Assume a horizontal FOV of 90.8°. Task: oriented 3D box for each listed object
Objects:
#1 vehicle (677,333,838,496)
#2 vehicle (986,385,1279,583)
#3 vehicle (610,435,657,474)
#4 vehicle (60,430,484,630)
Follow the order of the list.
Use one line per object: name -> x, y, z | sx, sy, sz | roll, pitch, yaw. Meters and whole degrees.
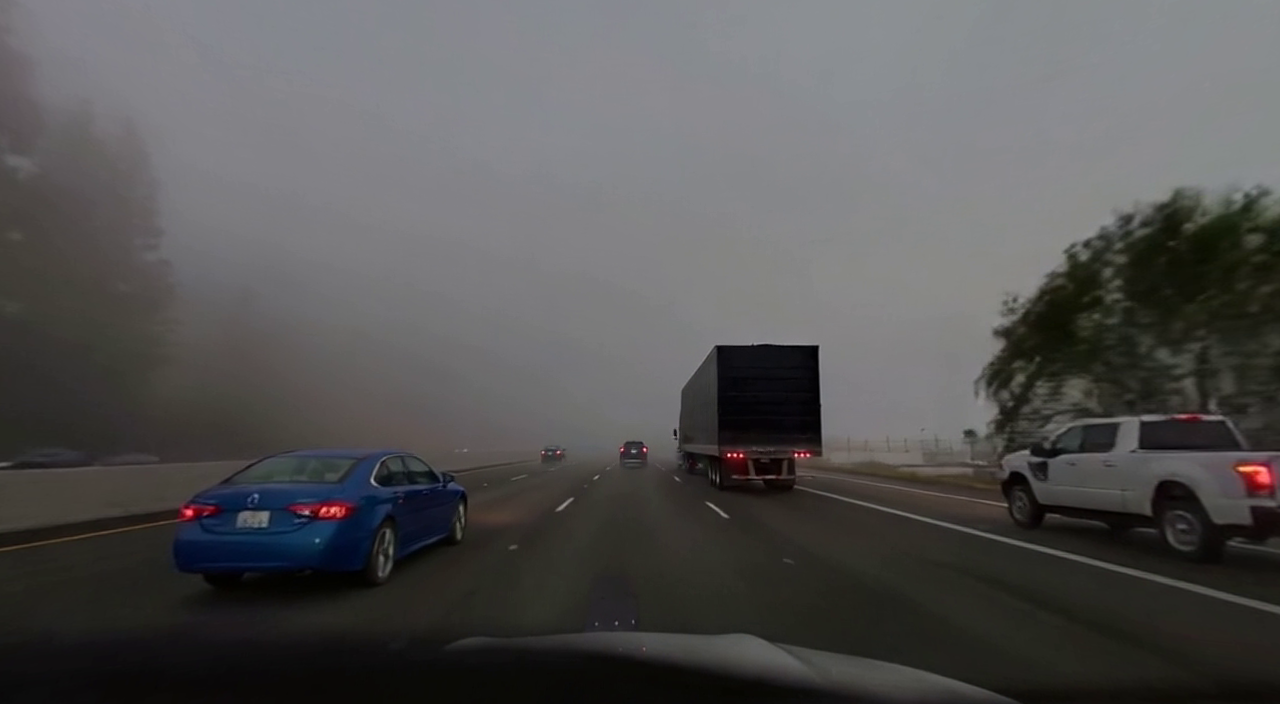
vehicle -> 3.359, 2.709, 23.377 | 2.876, 4.086, 15.117 | 0, -9, -1
vehicle -> 6.928, 1.528, 7.832 | 2.106, 1.795, 5.489 | 0, -9, -1
vehicle -> -0.360, 5.166, 31.979 | 2.203, 1.805, 4.358 | 0, -9, -1
vehicle -> -3.208, 1.634, 6.859 | 1.864, 1.406, 4.544 | 0, -9, 0
